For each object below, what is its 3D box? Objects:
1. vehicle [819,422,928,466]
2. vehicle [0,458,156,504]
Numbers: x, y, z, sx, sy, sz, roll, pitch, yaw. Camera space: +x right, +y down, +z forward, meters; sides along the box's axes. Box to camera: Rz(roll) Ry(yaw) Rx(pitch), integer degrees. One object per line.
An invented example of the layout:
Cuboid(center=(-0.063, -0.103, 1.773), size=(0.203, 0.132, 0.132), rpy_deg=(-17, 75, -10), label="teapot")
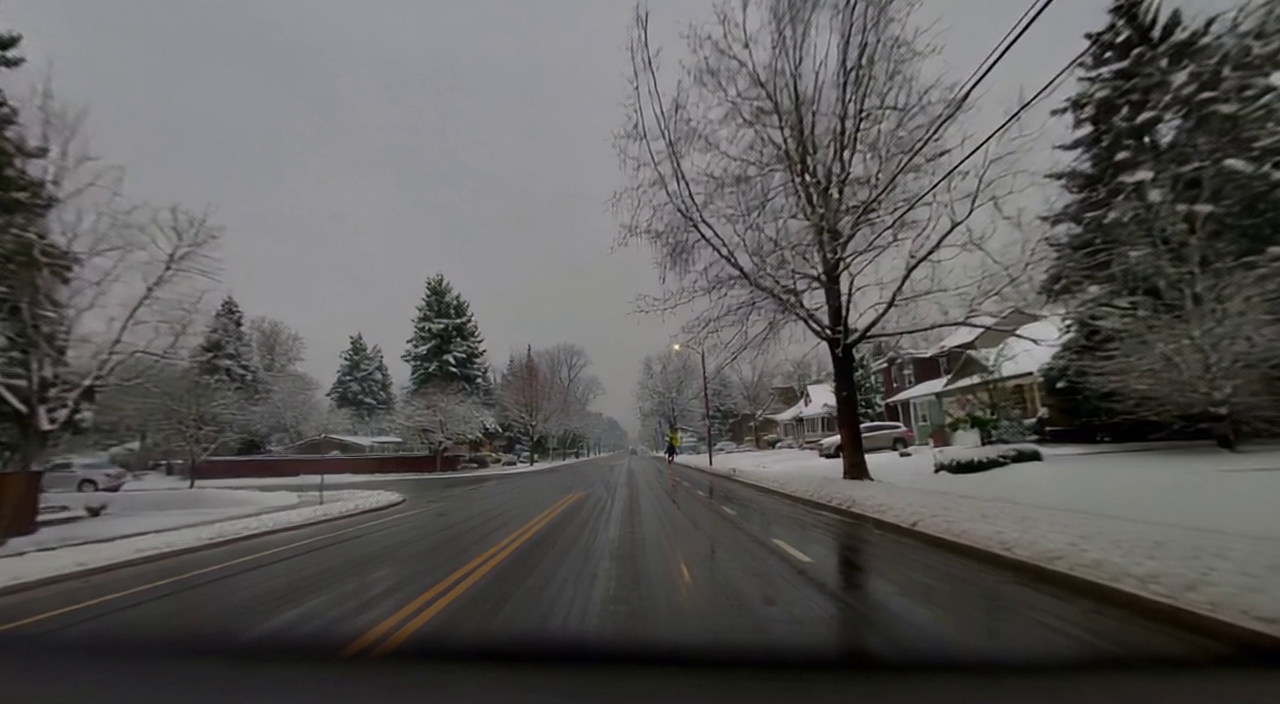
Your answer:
Cuboid(center=(10.331, 4.111, 28.229), size=(4.146, 1.866, 1.897), rpy_deg=(-1, -9, 5), label="vehicle")
Cuboid(center=(-21.567, 4.836, 24.104), size=(1.852, 1.462, 4.585), rpy_deg=(-3, -9, 18), label="vehicle")
